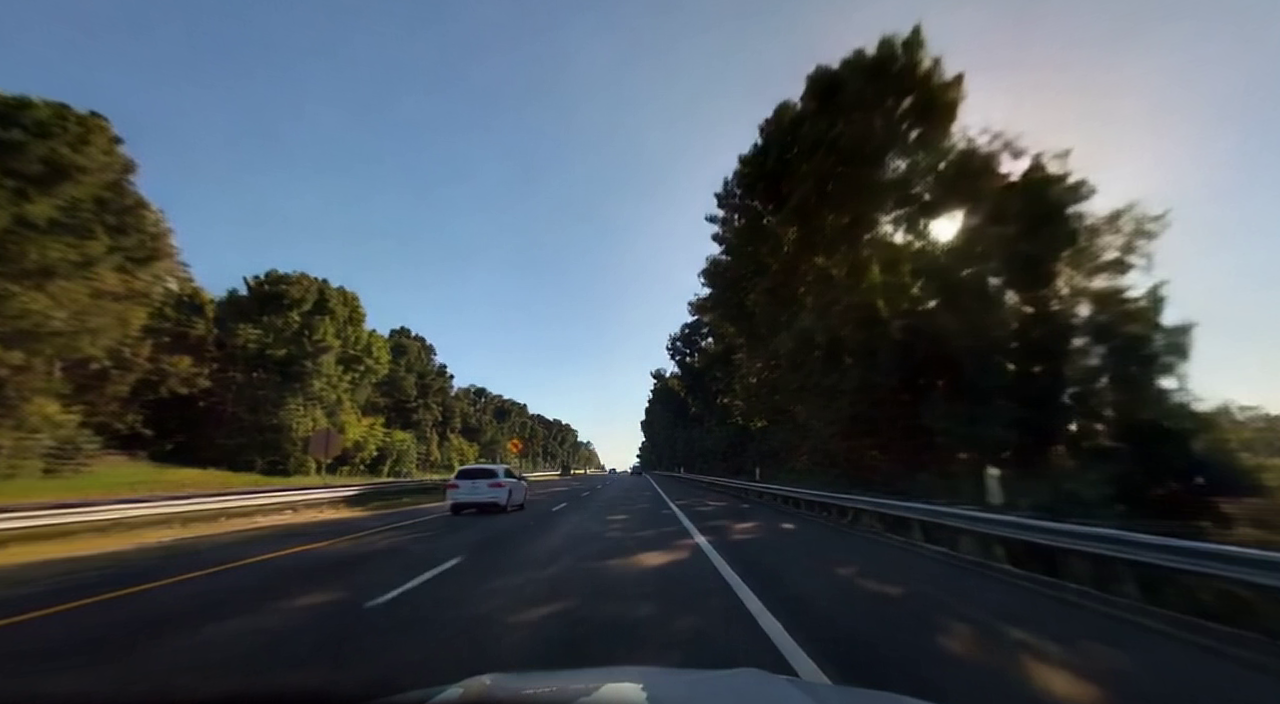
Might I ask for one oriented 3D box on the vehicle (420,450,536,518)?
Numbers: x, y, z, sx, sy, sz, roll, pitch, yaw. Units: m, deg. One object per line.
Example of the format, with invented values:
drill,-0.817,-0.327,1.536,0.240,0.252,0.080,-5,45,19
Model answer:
vehicle,-4.321,3.632,17.623,2.042,1.629,4.276,1,-10,1
